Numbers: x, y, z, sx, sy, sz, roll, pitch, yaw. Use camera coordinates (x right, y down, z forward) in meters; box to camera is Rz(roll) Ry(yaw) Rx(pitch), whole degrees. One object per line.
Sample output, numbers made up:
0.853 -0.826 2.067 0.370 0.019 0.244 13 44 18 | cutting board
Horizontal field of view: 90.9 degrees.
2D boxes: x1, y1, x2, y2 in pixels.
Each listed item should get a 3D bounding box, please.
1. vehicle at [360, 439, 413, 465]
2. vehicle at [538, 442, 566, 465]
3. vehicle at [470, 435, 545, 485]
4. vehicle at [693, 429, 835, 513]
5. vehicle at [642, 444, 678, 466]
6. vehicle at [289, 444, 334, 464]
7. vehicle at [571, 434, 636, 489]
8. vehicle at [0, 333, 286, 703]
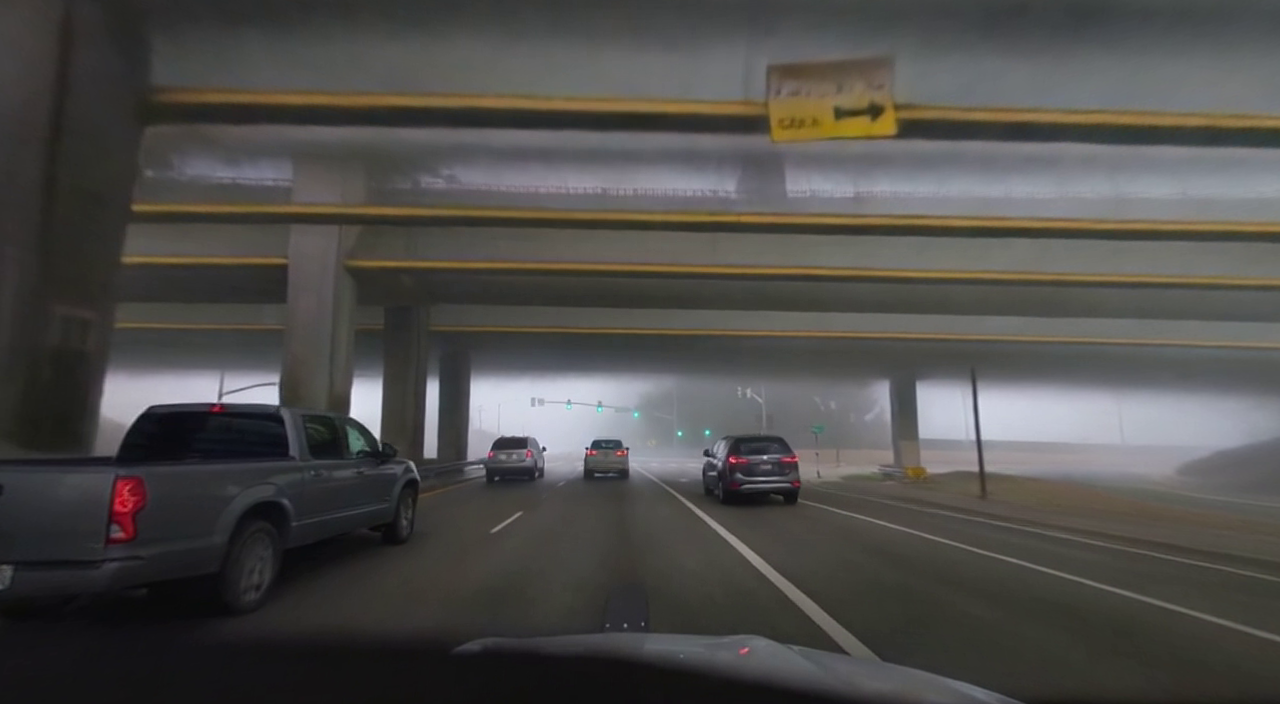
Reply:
-17.982 7.100 45.012 2.013 1.744 5.015 0 -8 -4 | vehicle
-6.671 7.736 48.214 1.829 1.614 3.611 0 -8 -4 | vehicle
-4.919 4.084 24.081 2.127 1.720 4.064 0 -8 -2 | vehicle
2.839 2.888 15.961 2.234 1.720 5.378 0 -8 -3 | vehicle
1.367 7.222 44.330 2.026 1.457 3.969 1 -8 -6 | vehicle
-25.650 7.977 49.373 1.691 1.458 3.783 0 -8 -4 | vehicle
-1.243 3.803 22.289 2.097 1.748 3.794 0 -8 -2 | vehicle
-4.030 0.831 2.949 2.074 1.814 4.596 0 -8 -1 | vehicle
